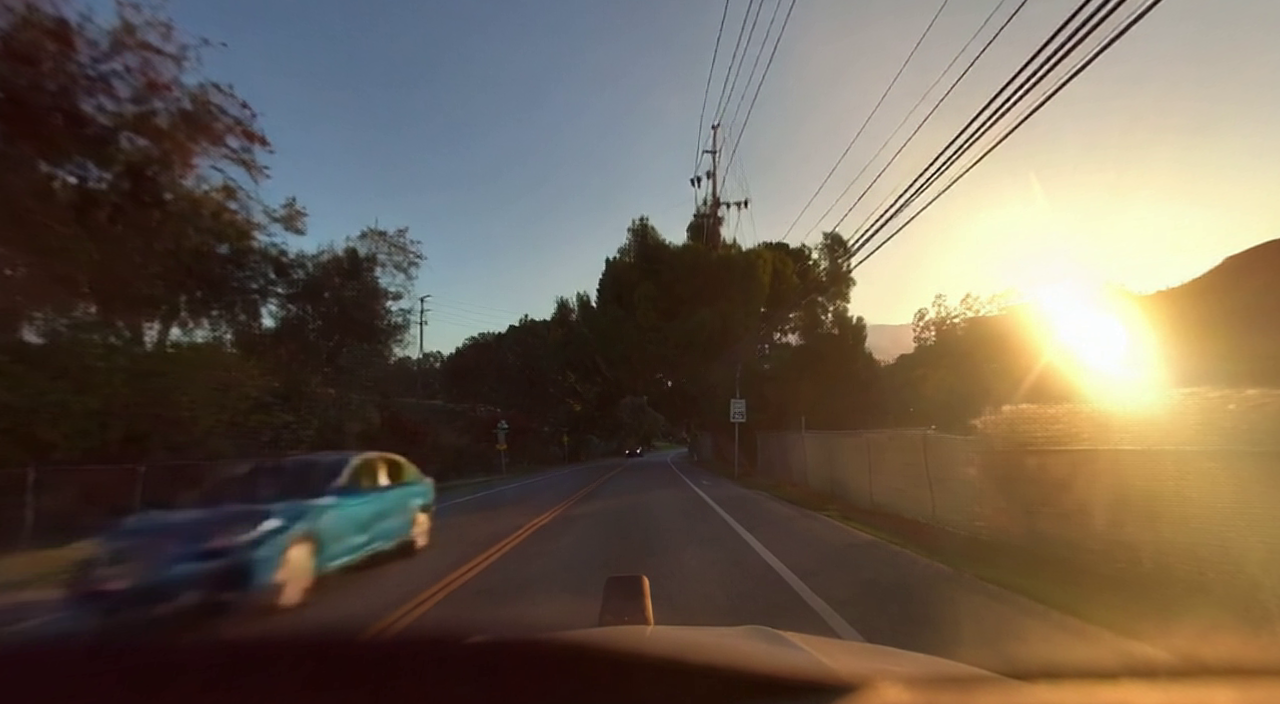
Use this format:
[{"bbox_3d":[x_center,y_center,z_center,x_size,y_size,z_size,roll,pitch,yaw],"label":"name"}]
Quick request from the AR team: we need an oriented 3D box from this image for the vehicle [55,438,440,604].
[{"bbox_3d":[-4.294,1.884,8.019,1.975,1.481,4.445,0,-9,1],"label":"vehicle"}]
